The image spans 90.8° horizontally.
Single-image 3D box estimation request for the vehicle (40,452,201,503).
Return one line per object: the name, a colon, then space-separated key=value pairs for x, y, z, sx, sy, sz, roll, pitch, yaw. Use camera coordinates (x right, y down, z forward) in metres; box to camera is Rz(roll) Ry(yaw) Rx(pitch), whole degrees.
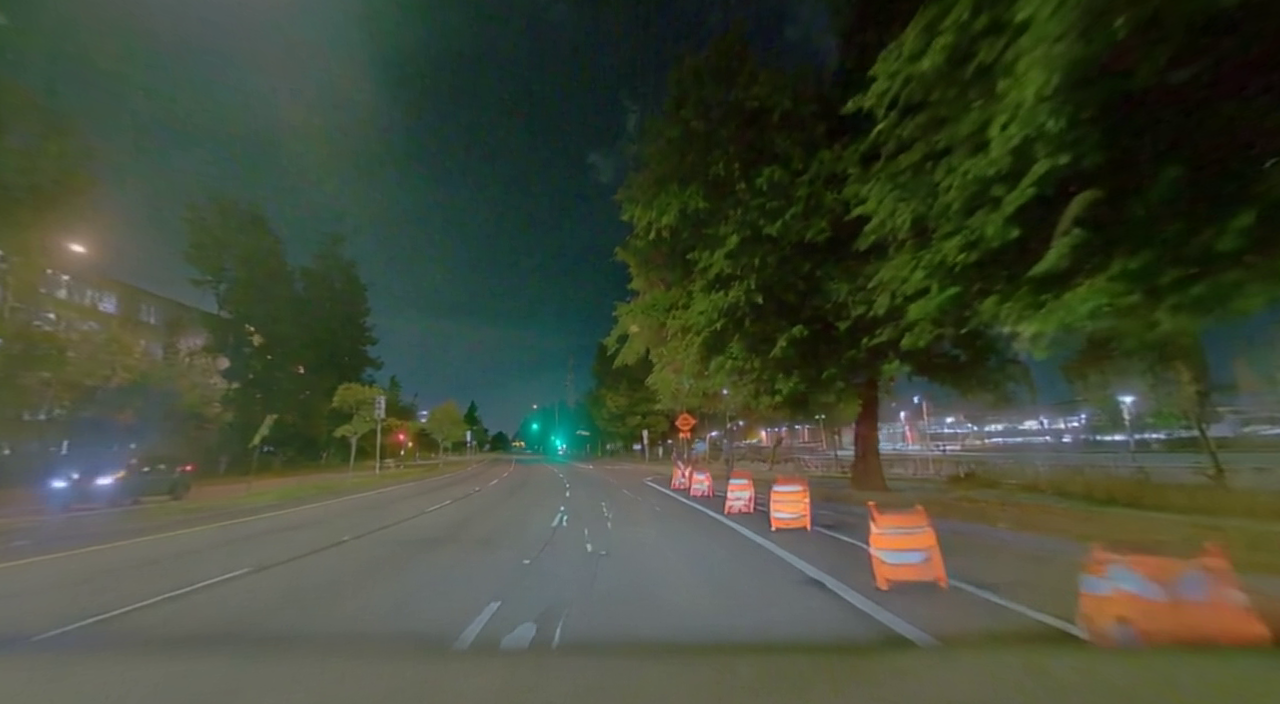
vehicle: x=-20.198 y=4.850 z=24.967 sx=2.045 sy=1.797 sz=5.228 roll=1 pitch=-9 yaw=-3
